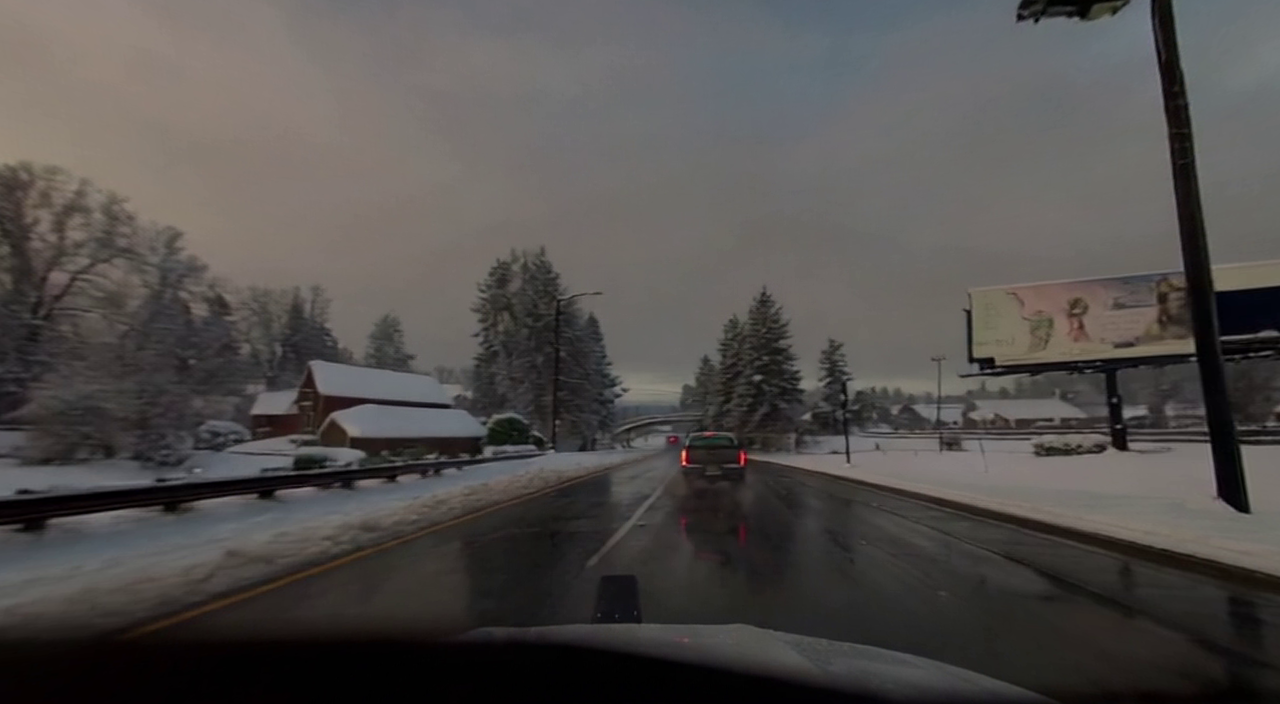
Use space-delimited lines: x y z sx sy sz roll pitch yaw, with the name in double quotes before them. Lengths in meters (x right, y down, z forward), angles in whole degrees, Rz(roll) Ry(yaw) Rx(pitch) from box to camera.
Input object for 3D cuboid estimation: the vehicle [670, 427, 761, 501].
"vehicle" 2.334 3.394 19.651 2.404 1.926 5.251 0 -8 7
